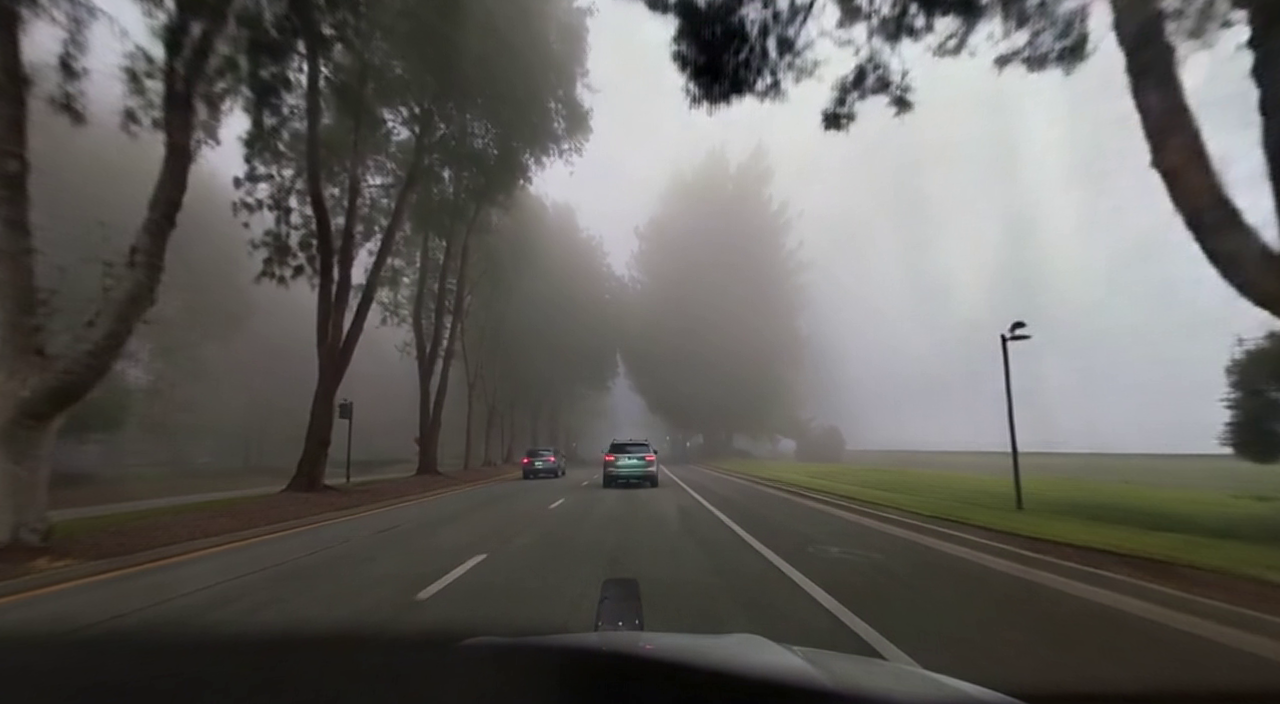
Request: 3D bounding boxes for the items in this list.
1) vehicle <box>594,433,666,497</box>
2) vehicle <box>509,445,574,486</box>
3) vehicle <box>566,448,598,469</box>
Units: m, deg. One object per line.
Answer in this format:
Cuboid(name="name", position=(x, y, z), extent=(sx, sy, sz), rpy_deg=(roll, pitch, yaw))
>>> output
Cuboid(name="vehicle", position=(-0.295, 3.480, 19.842), extent=(2.018, 1.769, 3.897), rpy_deg=(0, -8, 0))
Cuboid(name="vehicle", position=(-3.974, 4.618, 26.104), extent=(1.936, 1.538, 4.016), rpy_deg=(0, -8, 1))
Cuboid(name="vehicle", position=(-4.240, 7.890, 47.047), extent=(1.959, 1.485, 4.452), rpy_deg=(0, -8, 0))
